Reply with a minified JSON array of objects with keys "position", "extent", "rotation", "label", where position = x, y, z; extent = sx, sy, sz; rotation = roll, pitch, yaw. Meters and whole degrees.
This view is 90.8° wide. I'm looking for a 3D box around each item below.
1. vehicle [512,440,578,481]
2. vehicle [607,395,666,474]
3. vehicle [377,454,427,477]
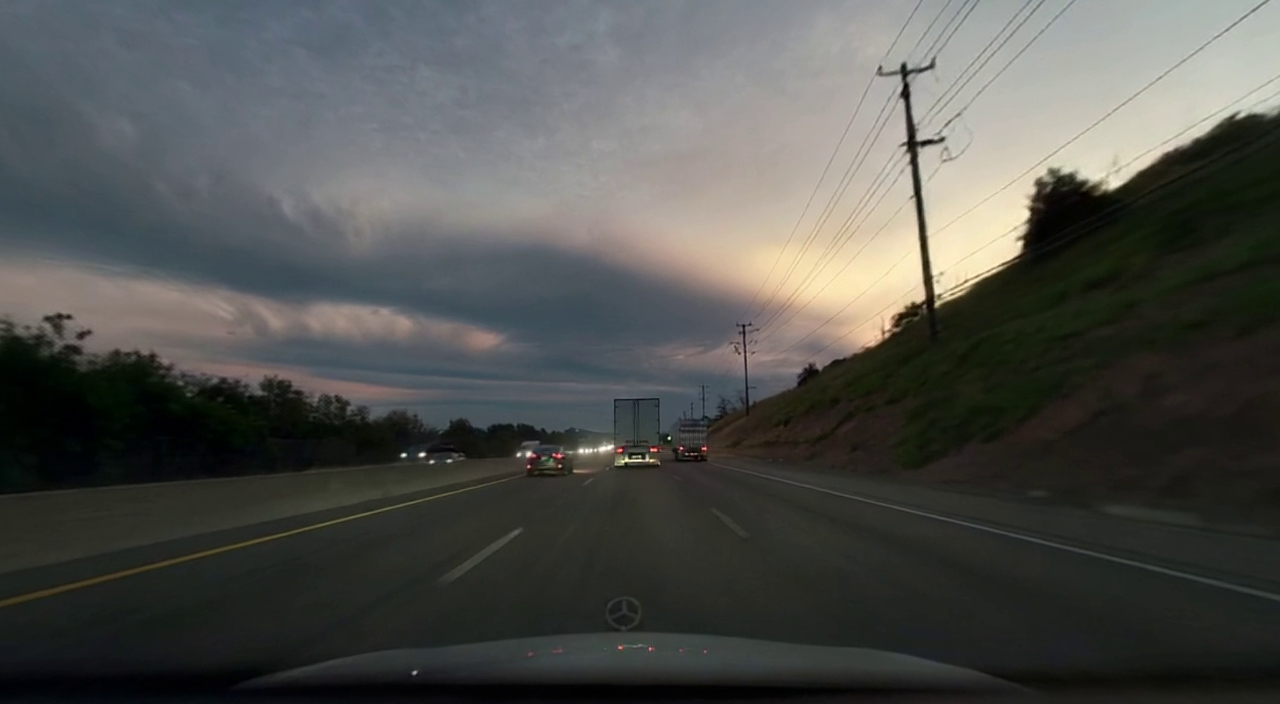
[{"position":[-4.127,4.812,28.224],"extent":[2.170,1.657,4.573],"rotation":[0,-9,1],"label":"vehicle"},{"position":[-0.133,5.042,37.626],"extent":[2.985,4.025,10.982],"rotation":[0,-9,1],"label":"vehicle"},{"position":[-17.285,8.239,46.067],"extent":[1.870,1.513,4.752],"rotation":[0,-9,-1],"label":"vehicle"}]
